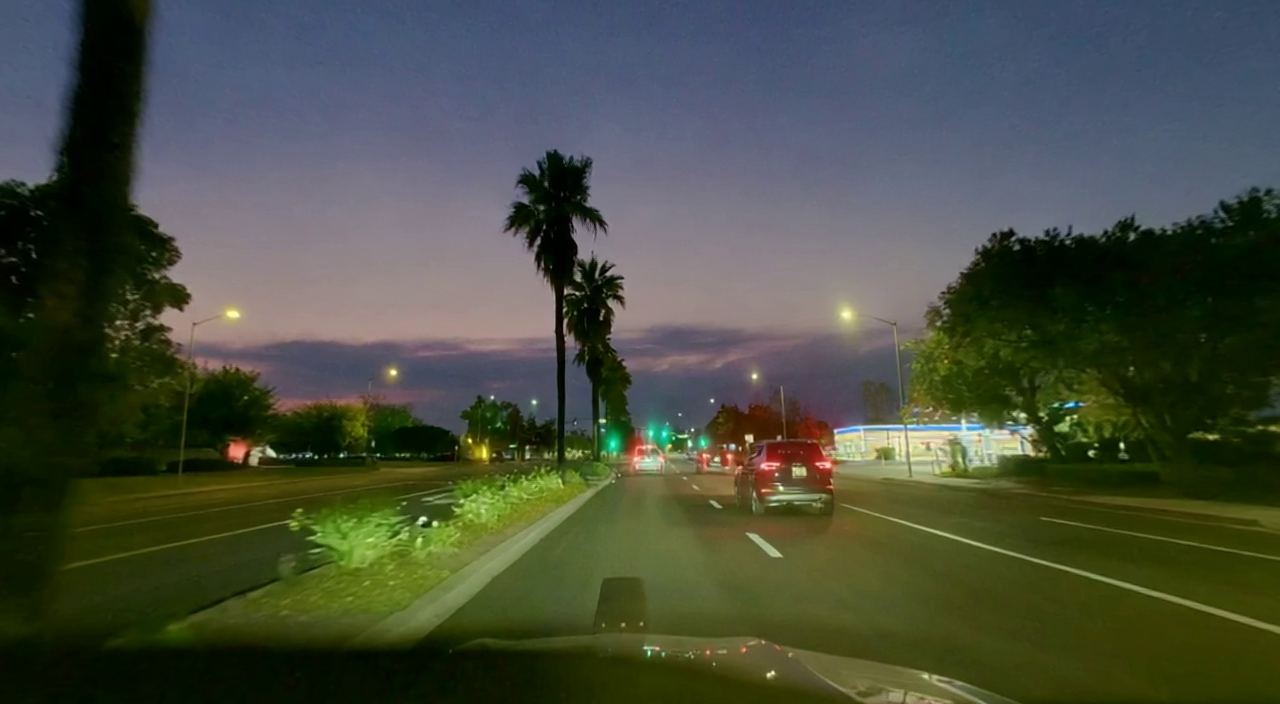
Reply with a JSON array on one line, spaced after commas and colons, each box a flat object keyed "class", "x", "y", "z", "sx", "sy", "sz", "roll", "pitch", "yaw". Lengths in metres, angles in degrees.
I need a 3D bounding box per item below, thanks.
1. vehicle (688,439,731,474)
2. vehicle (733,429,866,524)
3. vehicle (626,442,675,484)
[{"class": "vehicle", "x": 4.227, "y": 6.431, "z": 39.032, "sx": 2.154, "sy": 1.975, "sz": 4.634, "roll": 0, "pitch": -8, "yaw": 0}, {"class": "vehicle", "x": 3.285, "y": 2.621, "z": 13.818, "sx": 1.872, "sy": 1.752, "sz": 3.896, "roll": 0, "pitch": -8, "yaw": 0}, {"class": "vehicle", "x": 0.444, "y": 4.786, "z": 27.461, "sx": 1.991, "sy": 1.664, "sz": 3.814, "roll": 0, "pitch": -8, "yaw": 0}]
